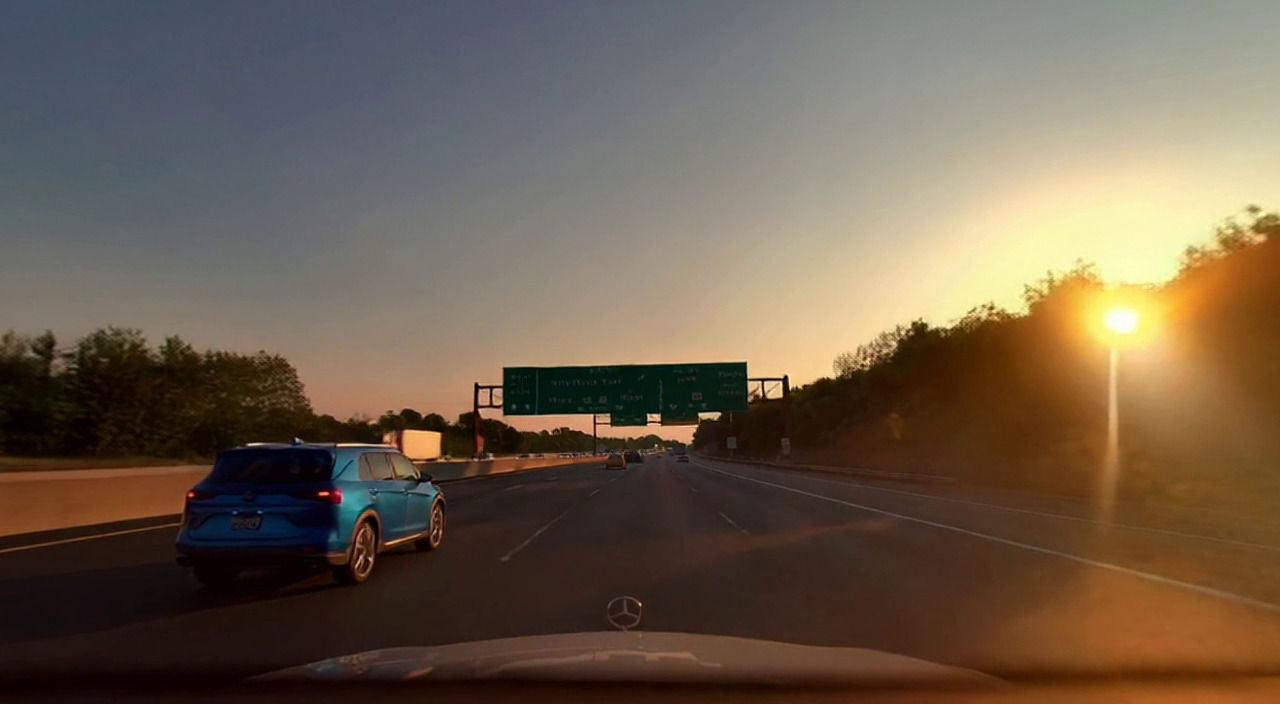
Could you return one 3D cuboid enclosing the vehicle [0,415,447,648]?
[{"bbox_3d":[-3.712,1.584,6.597,2.016,1.623,4.126,0,-9,1],"label":"vehicle"}]
